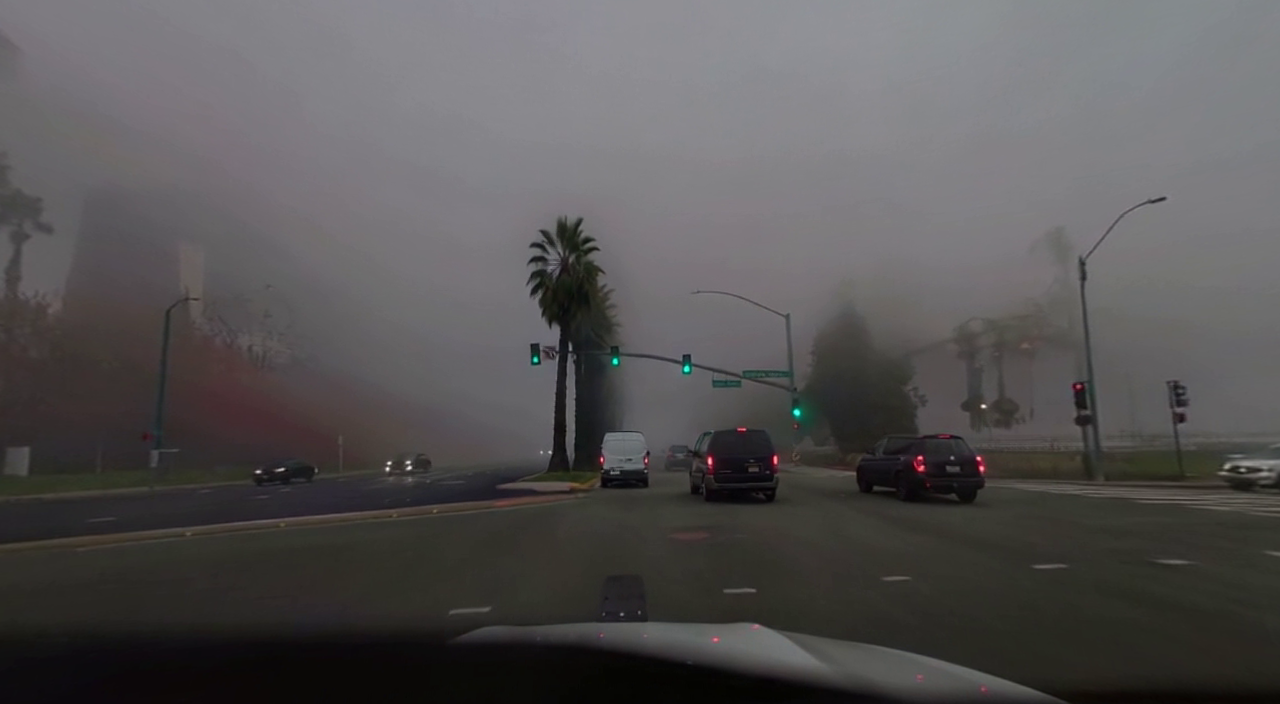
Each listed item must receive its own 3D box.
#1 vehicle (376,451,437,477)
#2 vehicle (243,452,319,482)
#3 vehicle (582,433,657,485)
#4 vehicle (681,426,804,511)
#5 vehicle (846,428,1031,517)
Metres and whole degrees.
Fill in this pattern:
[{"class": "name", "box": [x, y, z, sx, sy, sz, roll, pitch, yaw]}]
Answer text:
[{"class": "vehicle", "box": [-14.387, 6.871, 39.162, 2.067, 1.435, 4.558, 0, -8, 0]}, {"class": "vehicle", "box": [-22.476, 7.186, 39.752, 1.957, 1.753, 4.464, -1, -9, 4]}, {"class": "vehicle", "box": [-0.872, 4.527, 27.066, 2.848, 1.991, 5.706, 0, -9, -2]}, {"class": "vehicle", "box": [2.411, 2.907, 16.294, 2.200, 1.847, 4.618, 0, -9, -3]}, {"class": "vehicle", "box": [6.797, 2.777, 15.091, 2.023, 1.771, 4.488, 0, -9, -3]}]
